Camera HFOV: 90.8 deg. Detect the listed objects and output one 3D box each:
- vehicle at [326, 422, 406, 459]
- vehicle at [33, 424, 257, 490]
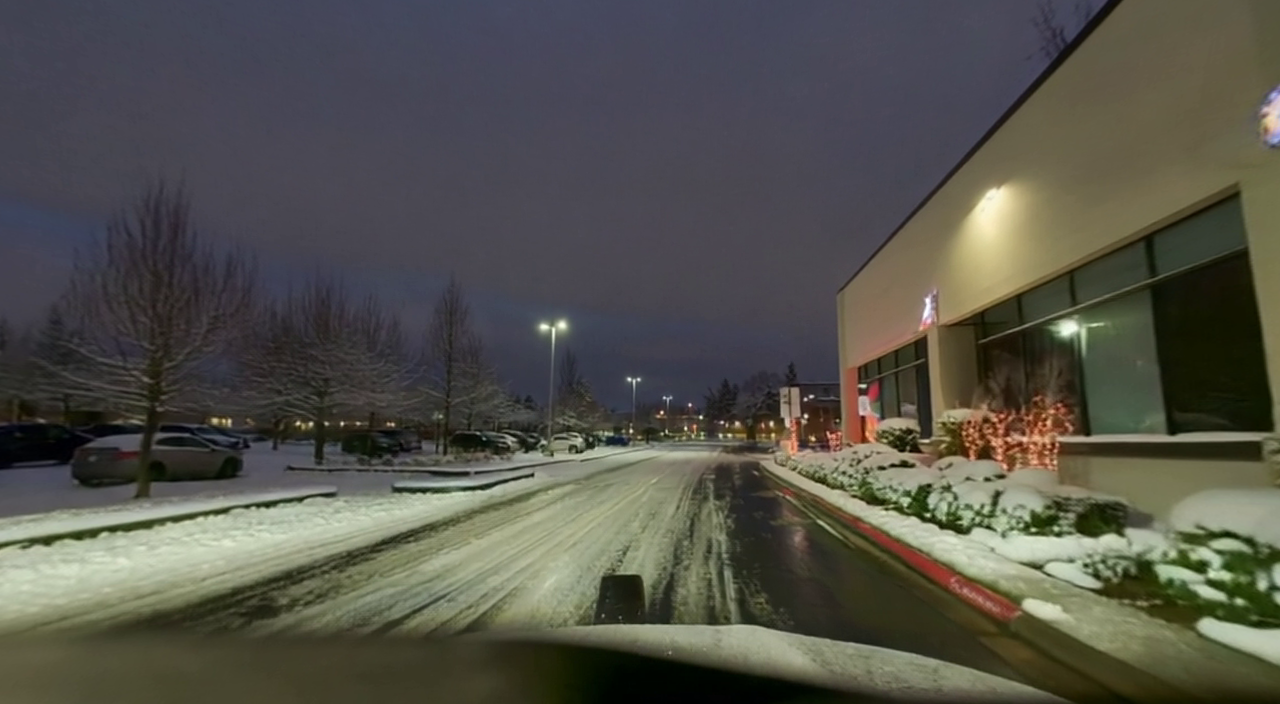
[{"bbox_3d":[-15.391,4.988,35.815,1.972,1.923,4.535,-1,-8,8],"label":"vehicle"},{"bbox_3d":[-12.408,2.638,16.331,1.847,1.443,4.484,-1,-8,6],"label":"vehicle"}]
